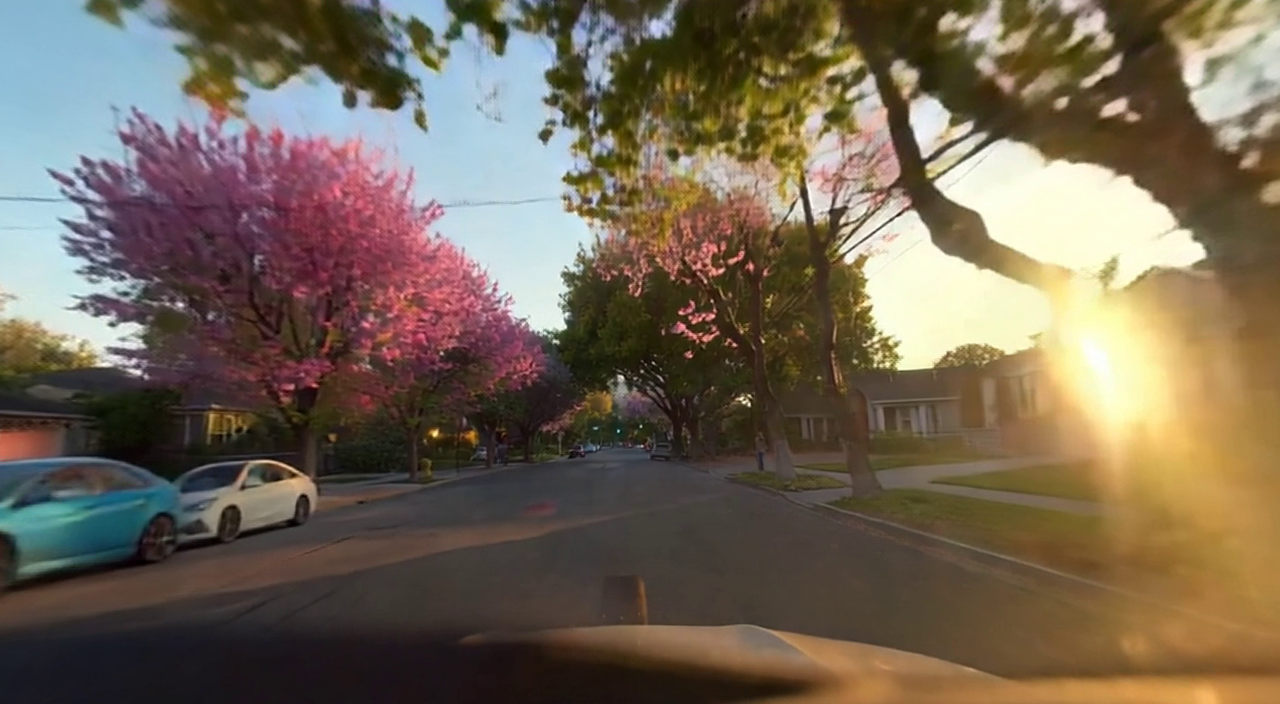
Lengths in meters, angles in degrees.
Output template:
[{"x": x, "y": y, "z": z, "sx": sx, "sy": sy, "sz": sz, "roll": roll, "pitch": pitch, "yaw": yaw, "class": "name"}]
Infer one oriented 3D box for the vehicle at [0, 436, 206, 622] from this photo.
[{"x": -6.378, "y": 1.632, "z": 6.103, "sx": 1.874, "sy": 1.497, "sz": 4.233, "roll": -2, "pitch": -7, "yaw": -8, "class": "vehicle"}]
